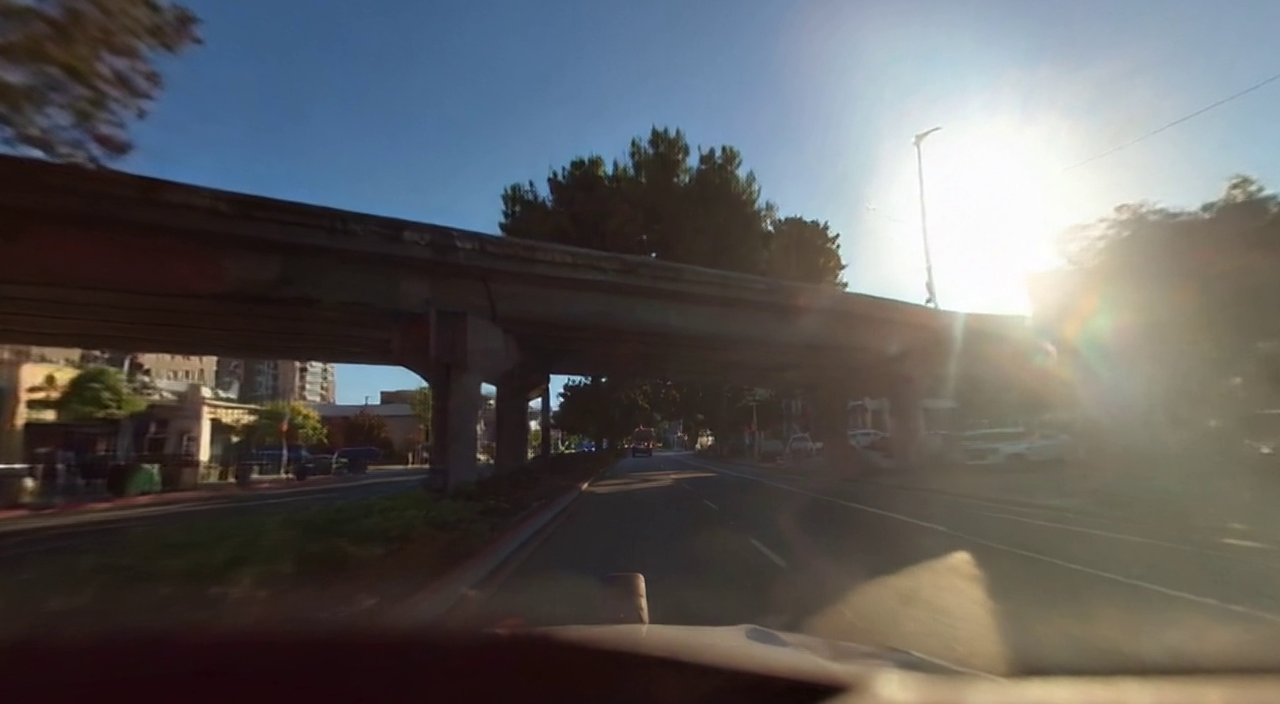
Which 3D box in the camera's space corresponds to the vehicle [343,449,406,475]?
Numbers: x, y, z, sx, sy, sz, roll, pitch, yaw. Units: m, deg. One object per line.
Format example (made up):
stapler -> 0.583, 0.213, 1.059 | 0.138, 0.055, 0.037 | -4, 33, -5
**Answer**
vehicle -> -19.275, 7.885, 45.631 | 2.613, 1.746, 6.093 | 6, -11, -37
